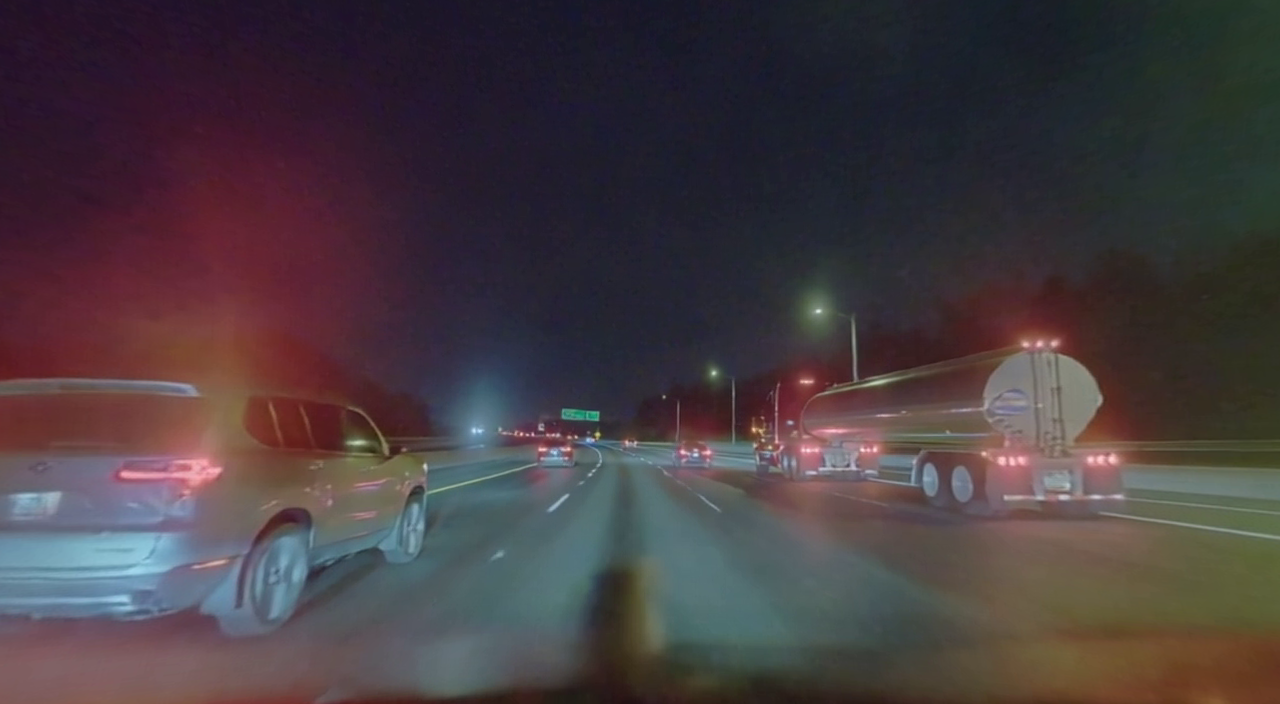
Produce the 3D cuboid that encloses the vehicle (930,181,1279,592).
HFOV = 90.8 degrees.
[{"bbox_3d":[7.427,0.531,7.063,3.554,3.573,10.307,0,-8,1],"label":"vehicle"}]

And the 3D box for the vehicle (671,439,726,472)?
[{"bbox_3d":[2.791,5.094,31.211,2.053,1.510,4.400,0,-8,-4],"label":"vehicle"}]

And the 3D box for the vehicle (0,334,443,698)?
[{"bbox_3d":[-4.207,1.242,6.150,2.684,1.839,5.803,0,-8,0],"label":"vehicle"}]

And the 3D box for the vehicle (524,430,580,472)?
[{"bbox_3d":[-4.162,4.773,30.517,2.149,1.843,4.348,0,-8,-1],"label":"vehicle"}]
